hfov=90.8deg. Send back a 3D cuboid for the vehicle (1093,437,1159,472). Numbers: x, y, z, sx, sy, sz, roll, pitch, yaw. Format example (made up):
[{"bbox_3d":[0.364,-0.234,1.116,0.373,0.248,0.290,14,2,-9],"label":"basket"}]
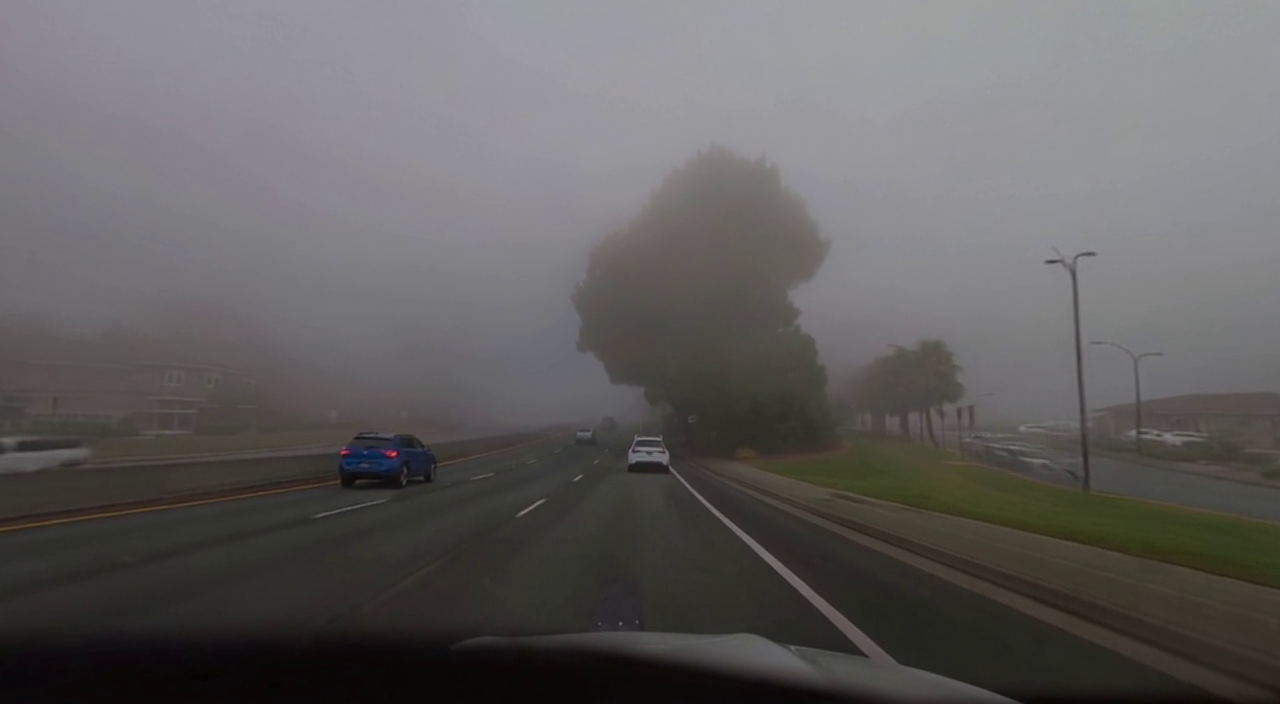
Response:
[{"bbox_3d":[29.393,6.199,38.352,2.059,1.942,4.496,-6,-9,25],"label":"vehicle"}]

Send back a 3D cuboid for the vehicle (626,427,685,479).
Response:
[{"bbox_3d":[0.561,3.987,25.093,2.125,1.830,4.370,0,-9,0],"label":"vehicle"}]

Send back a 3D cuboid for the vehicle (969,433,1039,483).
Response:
[{"bbox_3d":[18.231,5.258,31.833,1.849,1.958,4.453,-1,-3,14],"label":"vehicle"}]

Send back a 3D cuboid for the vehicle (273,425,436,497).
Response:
[{"bbox_3d":[-7.463,2.905,17.265,1.997,1.650,5.090,0,-8,1],"label":"vehicle"}]
